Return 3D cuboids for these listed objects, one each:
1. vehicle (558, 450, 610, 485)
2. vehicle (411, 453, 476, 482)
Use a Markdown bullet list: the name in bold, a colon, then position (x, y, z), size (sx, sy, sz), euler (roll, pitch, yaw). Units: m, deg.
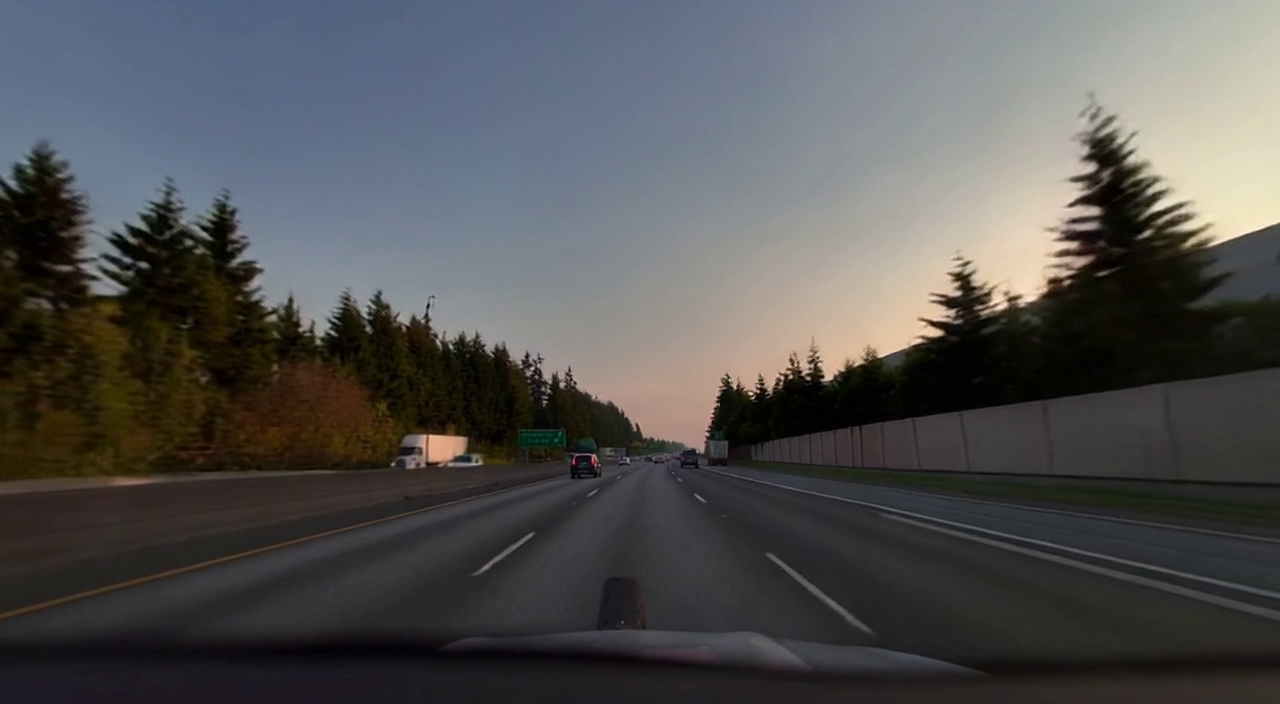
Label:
- **vehicle**: position (-2.595, 5.514, 30.288), size (2.035, 1.513, 4.272), euler (0, -9, 1)
- **vehicle**: position (-10.432, 6.152, 33.824), size (1.900, 1.467, 4.480), euler (0, -9, 2)
